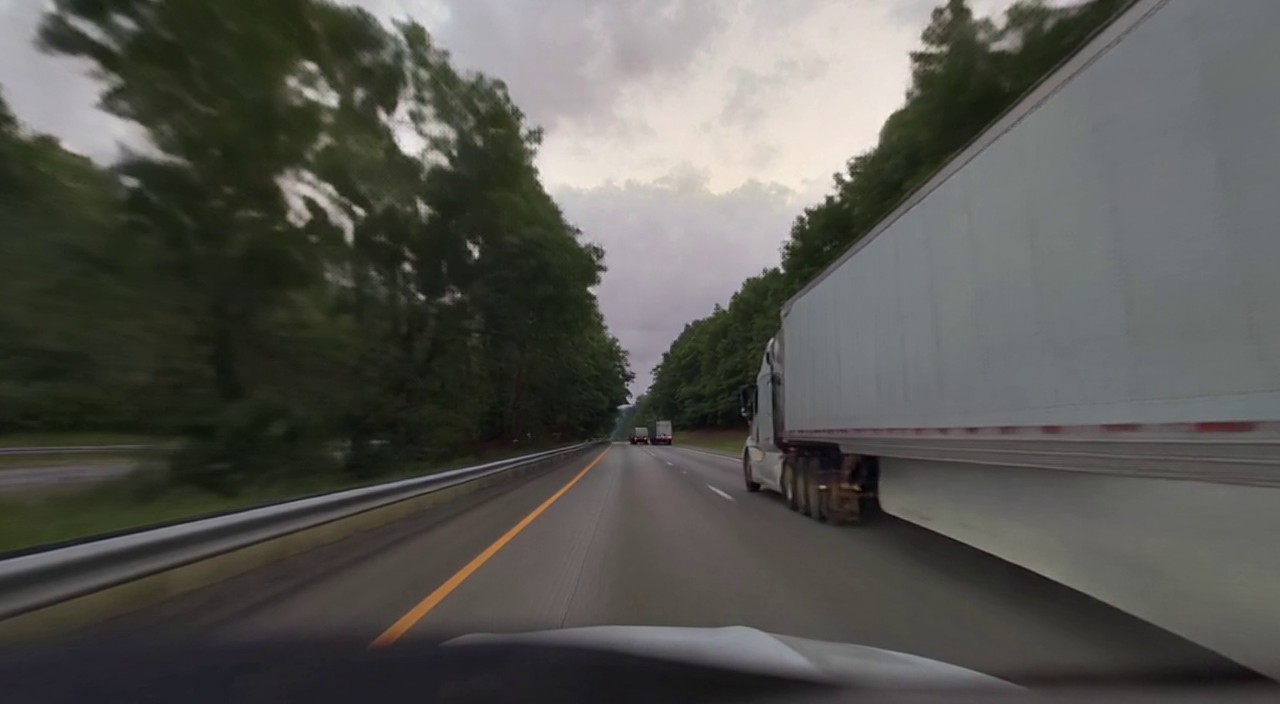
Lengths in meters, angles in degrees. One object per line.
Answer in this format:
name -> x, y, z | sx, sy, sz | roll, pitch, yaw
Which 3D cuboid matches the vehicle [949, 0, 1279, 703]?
vehicle -> 4.334, -0.433, 1.327 | 2.861, 3.991, 8.583 | 0, -8, -1
